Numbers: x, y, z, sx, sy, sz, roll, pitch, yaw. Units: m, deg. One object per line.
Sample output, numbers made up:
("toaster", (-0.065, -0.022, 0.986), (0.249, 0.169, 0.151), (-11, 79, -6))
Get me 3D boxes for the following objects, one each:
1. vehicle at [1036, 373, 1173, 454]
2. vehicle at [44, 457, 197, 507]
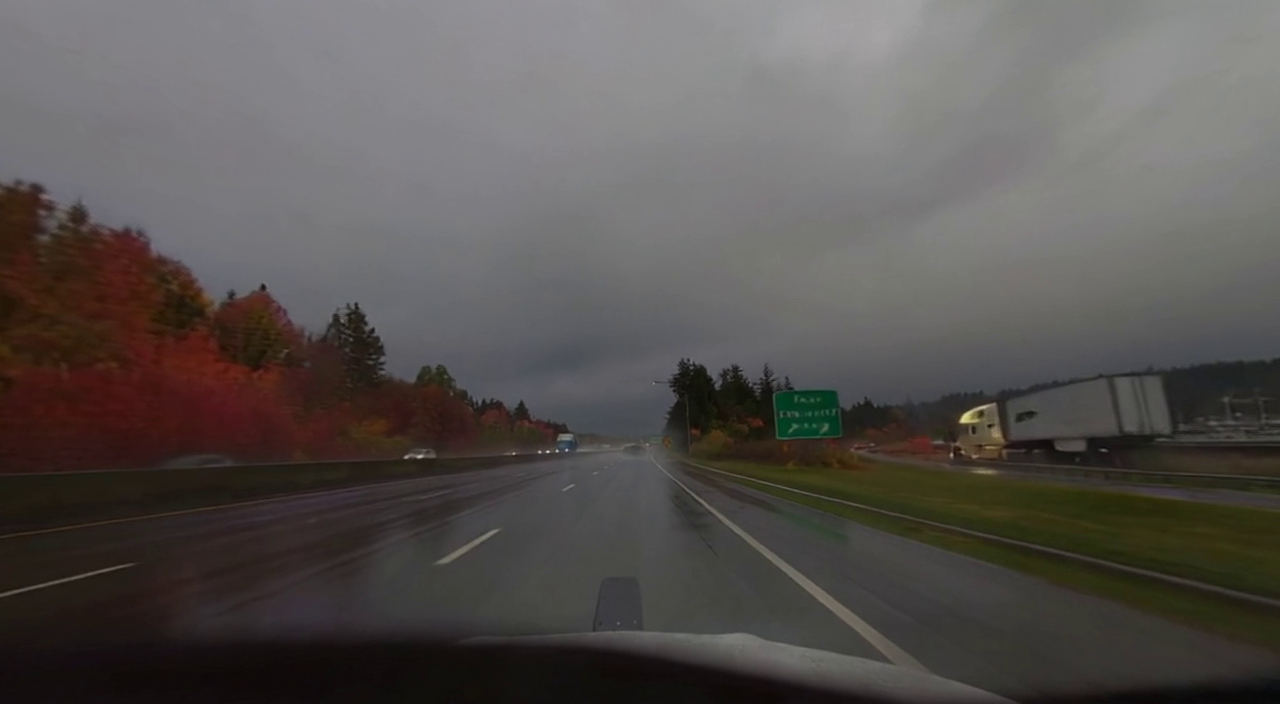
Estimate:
("vehicle", (26.228, 3.759, 36.086), (2.946, 4.034, 8.673), (-3, -9, 14))
("vehicle", (-17.657, 4.389, 21.596), (1.788, 1.470, 3.980), (-1, -9, 2))
